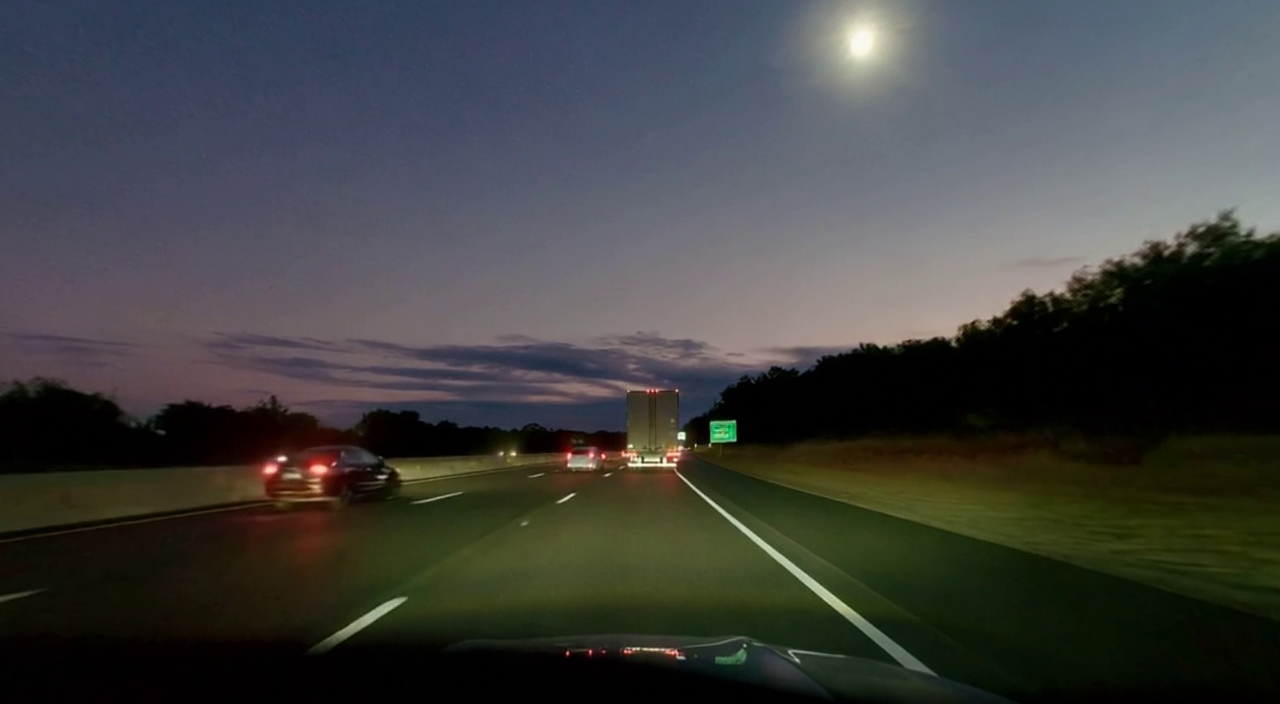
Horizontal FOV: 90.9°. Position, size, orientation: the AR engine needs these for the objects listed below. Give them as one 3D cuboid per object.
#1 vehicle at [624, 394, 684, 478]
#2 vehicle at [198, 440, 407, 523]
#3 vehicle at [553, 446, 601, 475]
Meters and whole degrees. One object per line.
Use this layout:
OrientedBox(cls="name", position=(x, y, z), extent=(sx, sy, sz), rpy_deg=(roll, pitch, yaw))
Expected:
OrientedBox(cls="vehicle", position=(0.707, 5.189, 38.594), extent=(2.851, 4.098, 14.436), rpy_deg=(-2, -8, 0))
OrientedBox(cls="vehicle", position=(-6.983, 2.704, 13.757), extent=(1.954, 1.487, 4.599), rpy_deg=(0, -9, 1))
OrientedBox(cls="vehicle", position=(-3.342, 5.875, 34.286), extent=(2.092, 1.465, 4.448), rpy_deg=(0, -9, 1))
